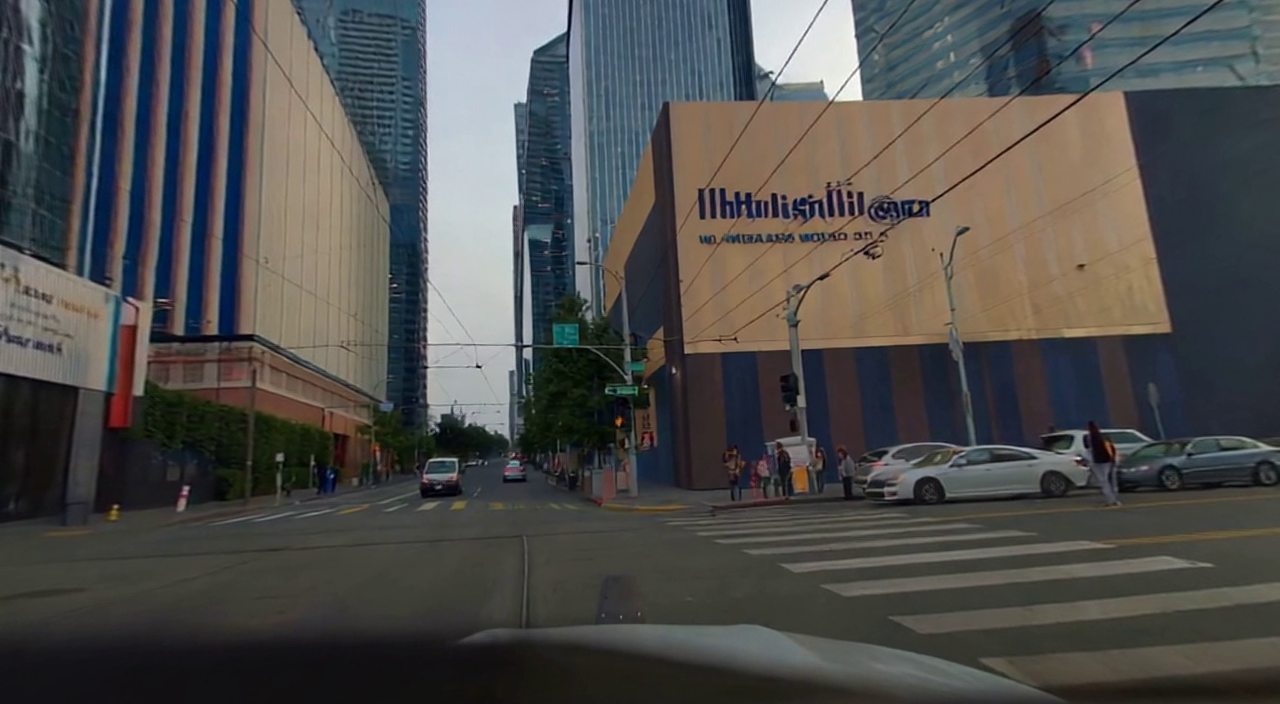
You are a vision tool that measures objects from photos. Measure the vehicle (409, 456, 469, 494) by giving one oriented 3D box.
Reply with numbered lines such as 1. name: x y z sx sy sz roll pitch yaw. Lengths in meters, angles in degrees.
1. vehicle: -10.680 6.547 33.973 2.121 1.792 4.510 1 -9 -5

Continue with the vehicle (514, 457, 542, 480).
1. vehicle: -8.276 8.608 46.945 1.797 1.490 4.549 1 -9 -7

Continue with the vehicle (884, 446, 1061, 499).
1. vehicle: 10.199 3.669 19.527 4.697 1.510 1.596 1 -8 -8

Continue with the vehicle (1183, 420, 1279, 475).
1. vehicle: 21.177 3.195 21.130 4.431 1.713 1.906 1 -9 -6

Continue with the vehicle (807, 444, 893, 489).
1. vehicle: 8.421 4.630 25.734 1.856 1.627 4.098 2 -10 -4

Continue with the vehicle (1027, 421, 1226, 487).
1. vehicle: 15.534 3.269 20.343 4.944 1.946 1.952 1 -8 -6

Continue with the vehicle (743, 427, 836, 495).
1. vehicle: 5.827 4.268 25.306 2.316 2.425 4.466 1 -7 -5
